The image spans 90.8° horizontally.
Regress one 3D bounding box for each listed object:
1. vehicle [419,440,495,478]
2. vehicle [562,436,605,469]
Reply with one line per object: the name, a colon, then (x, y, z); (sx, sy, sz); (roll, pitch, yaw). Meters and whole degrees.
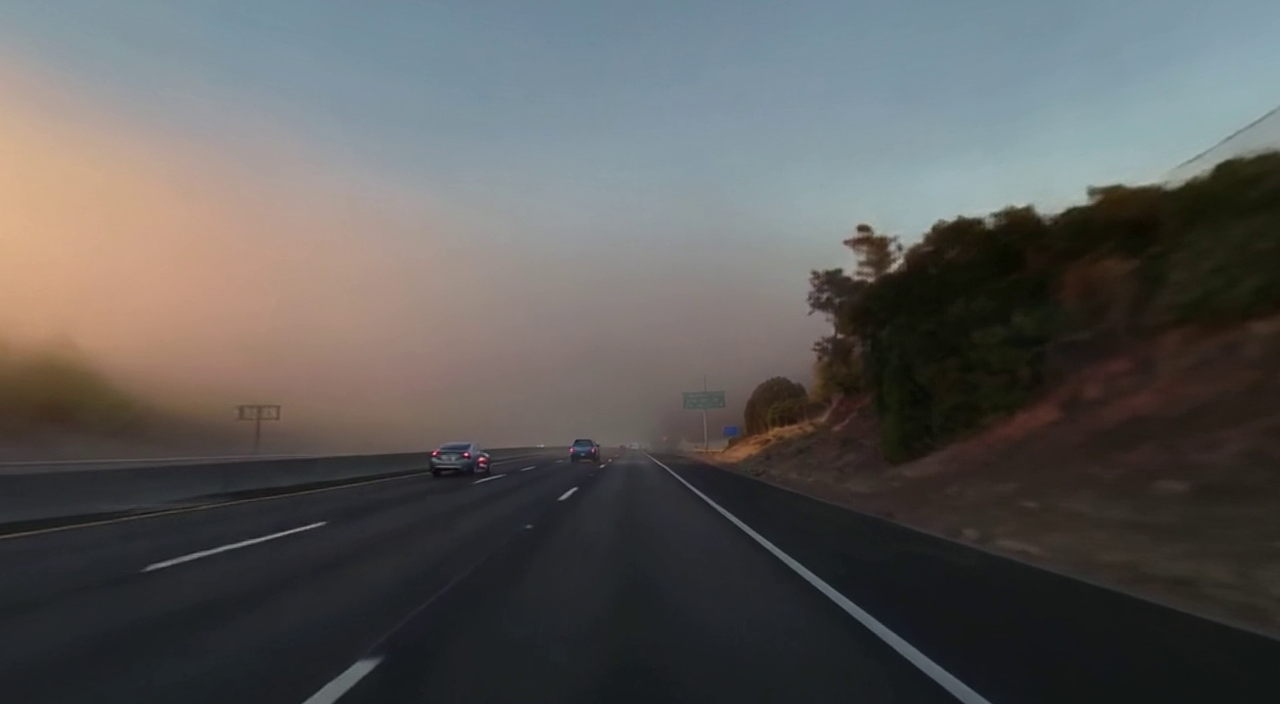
vehicle: (-7.767, 4.576, 27.291); (1.930, 1.508, 4.567); (0, -8, 0)
vehicle: (-3.207, 5.836, 36.765); (2.029, 1.753, 4.718); (0, -8, 0)
